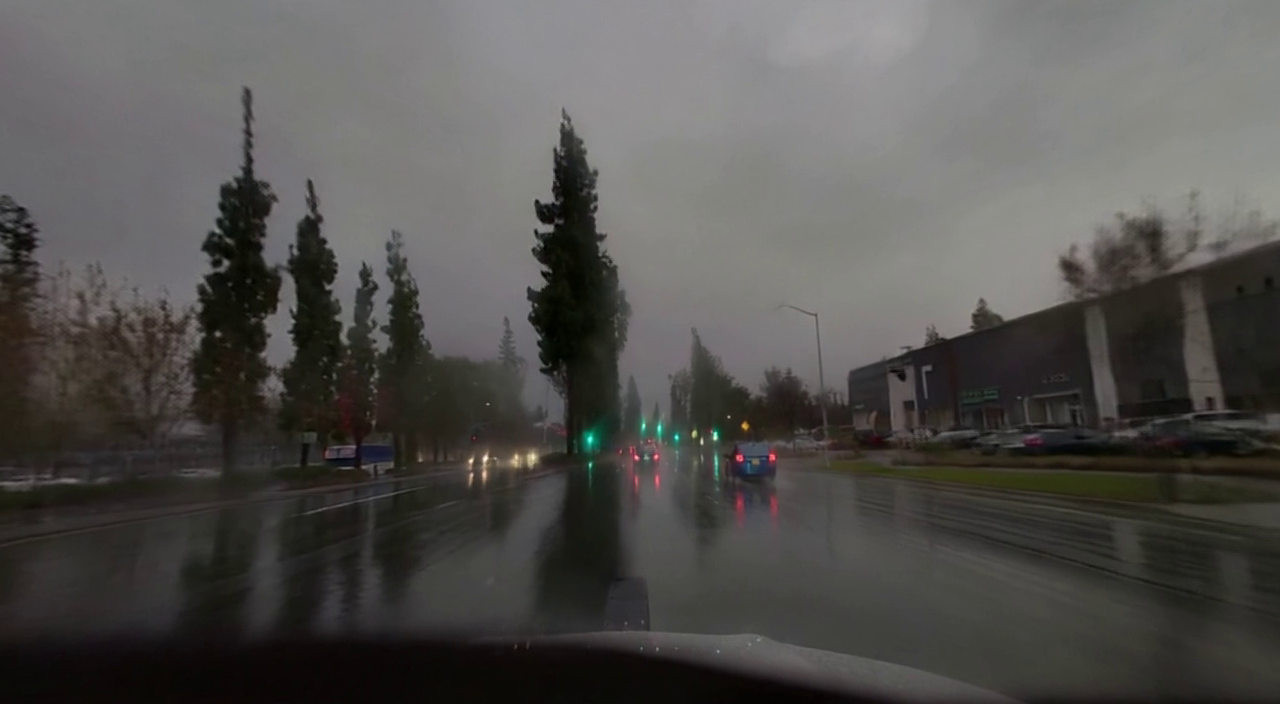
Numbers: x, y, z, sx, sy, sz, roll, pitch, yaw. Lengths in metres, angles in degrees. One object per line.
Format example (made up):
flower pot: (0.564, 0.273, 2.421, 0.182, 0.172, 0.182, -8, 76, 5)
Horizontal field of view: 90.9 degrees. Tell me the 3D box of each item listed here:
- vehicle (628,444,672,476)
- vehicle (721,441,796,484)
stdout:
vehicle: (0.504, 5.598, 32.994, 2.144, 1.505, 4.128, 0, -8, 0)
vehicle: (4.458, 4.211, 24.345, 2.067, 1.497, 4.327, 0, -8, 0)
